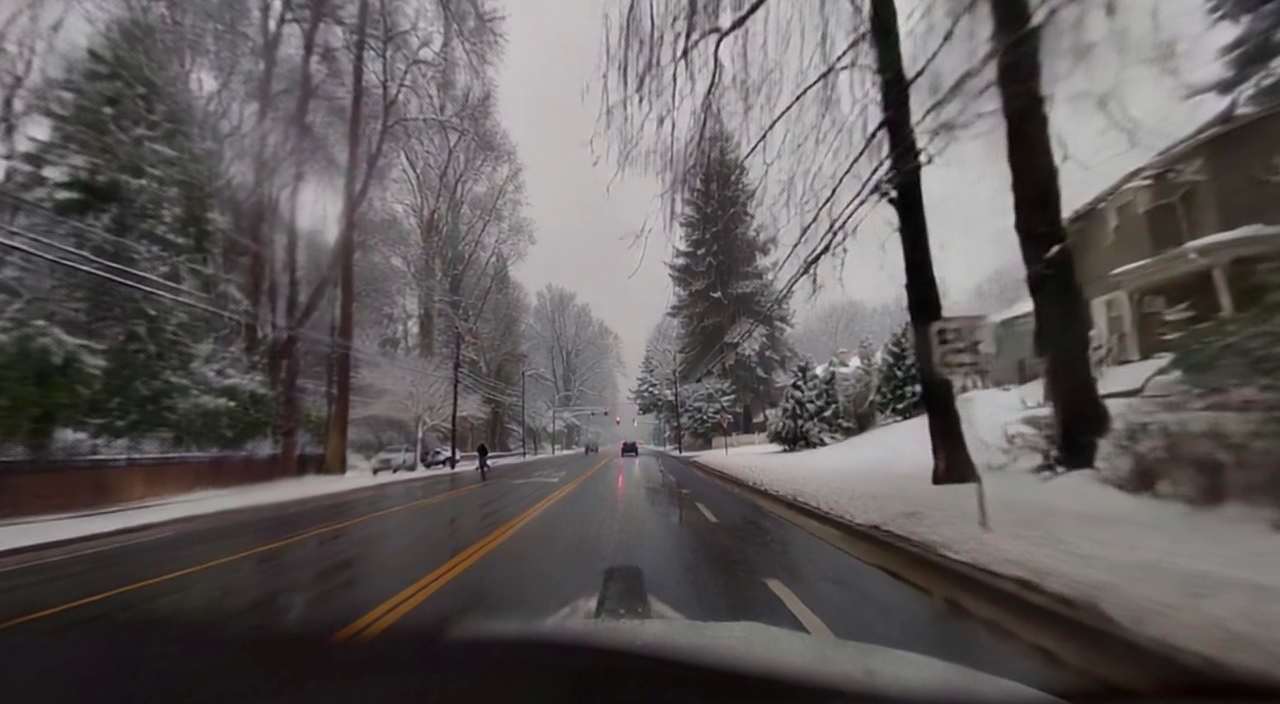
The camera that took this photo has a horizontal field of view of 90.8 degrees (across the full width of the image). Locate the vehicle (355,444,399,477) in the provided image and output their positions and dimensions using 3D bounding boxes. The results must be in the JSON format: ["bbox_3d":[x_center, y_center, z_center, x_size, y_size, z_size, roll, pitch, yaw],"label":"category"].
[{"bbox_3d":[-17.024,6.957,41.082,2.378,1.922,5.801,2,-8,-21],"label":"vehicle"}]

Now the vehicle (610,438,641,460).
[{"bbox_3d":[-1.074,6.972,45.629,2.104,1.500,3.815,0,-8,-2],"label":"vehicle"}]

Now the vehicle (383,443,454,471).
[{"bbox_3d":[-16.395,7.784,46.886,2.043,1.803,4.631,-11,-13,36],"label":"vehicle"}]
